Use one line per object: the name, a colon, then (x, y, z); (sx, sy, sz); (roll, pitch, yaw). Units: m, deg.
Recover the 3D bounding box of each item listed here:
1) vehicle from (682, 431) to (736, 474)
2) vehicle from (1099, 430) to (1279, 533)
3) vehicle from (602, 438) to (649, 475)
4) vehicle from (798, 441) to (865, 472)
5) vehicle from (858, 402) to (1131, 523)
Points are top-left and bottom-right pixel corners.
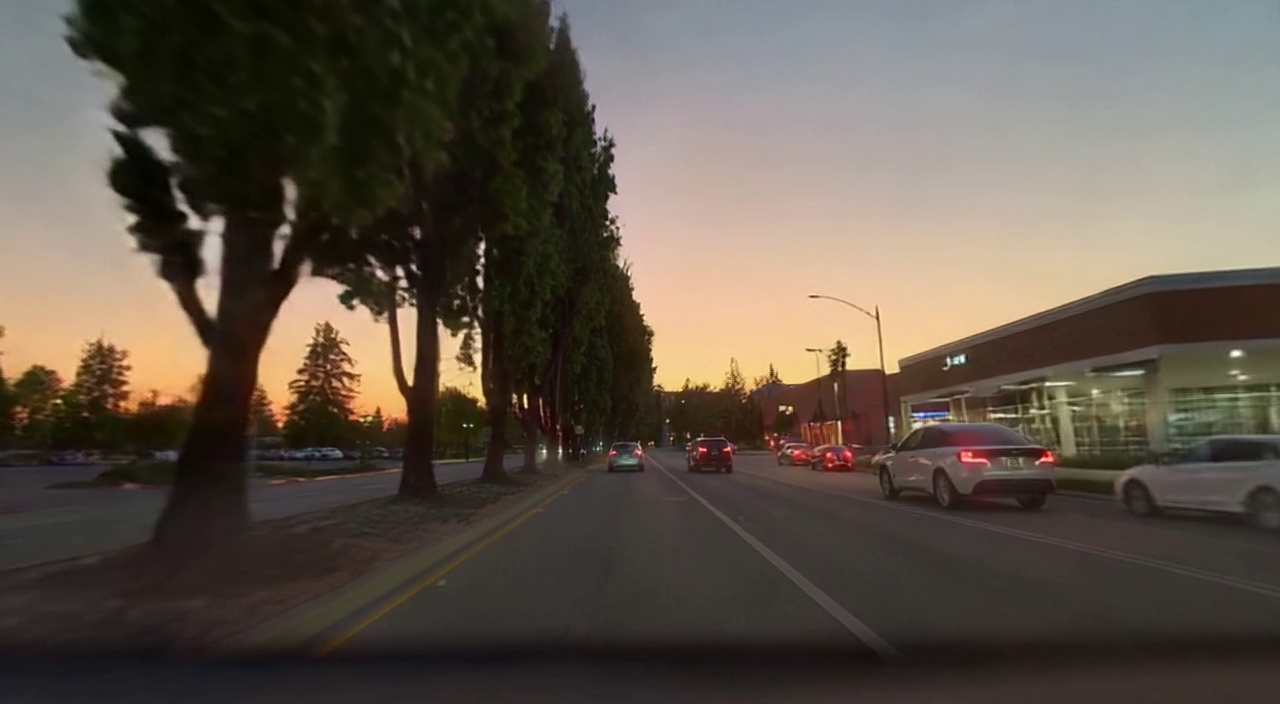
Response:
vehicle: (3.150, 4.711, 29.758); (1.955, 1.845, 4.538); (0, -8, -1)
vehicle: (10.176, 2.024, 10.262); (1.970, 1.470, 4.602); (0, -8, 0)
vehicle: (-0.657, 4.874, 29.689); (2.037, 1.568, 3.693); (0, -8, 0)
vehicle: (10.095, 5.528, 33.685); (1.898, 1.475, 4.860); (0, -8, -2)
vehicle: (6.651, 2.170, 12.964); (2.240, 1.923, 5.678); (0, -8, -1)
